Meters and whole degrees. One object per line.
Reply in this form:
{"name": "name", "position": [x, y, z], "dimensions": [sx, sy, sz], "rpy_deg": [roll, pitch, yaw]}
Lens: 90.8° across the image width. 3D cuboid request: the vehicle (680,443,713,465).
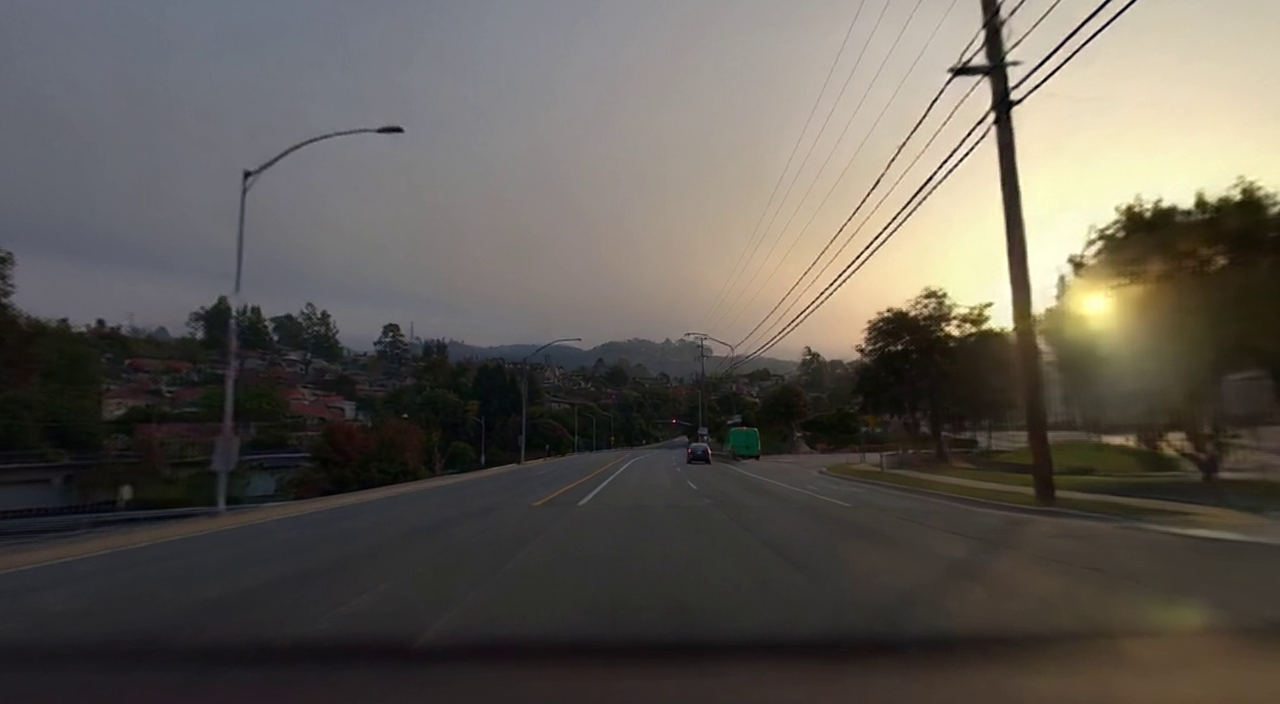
{"name": "vehicle", "position": [3.928, 7.217, 44.681], "dimensions": [2.015, 1.467, 4.117], "rpy_deg": [0, -9, 0]}
